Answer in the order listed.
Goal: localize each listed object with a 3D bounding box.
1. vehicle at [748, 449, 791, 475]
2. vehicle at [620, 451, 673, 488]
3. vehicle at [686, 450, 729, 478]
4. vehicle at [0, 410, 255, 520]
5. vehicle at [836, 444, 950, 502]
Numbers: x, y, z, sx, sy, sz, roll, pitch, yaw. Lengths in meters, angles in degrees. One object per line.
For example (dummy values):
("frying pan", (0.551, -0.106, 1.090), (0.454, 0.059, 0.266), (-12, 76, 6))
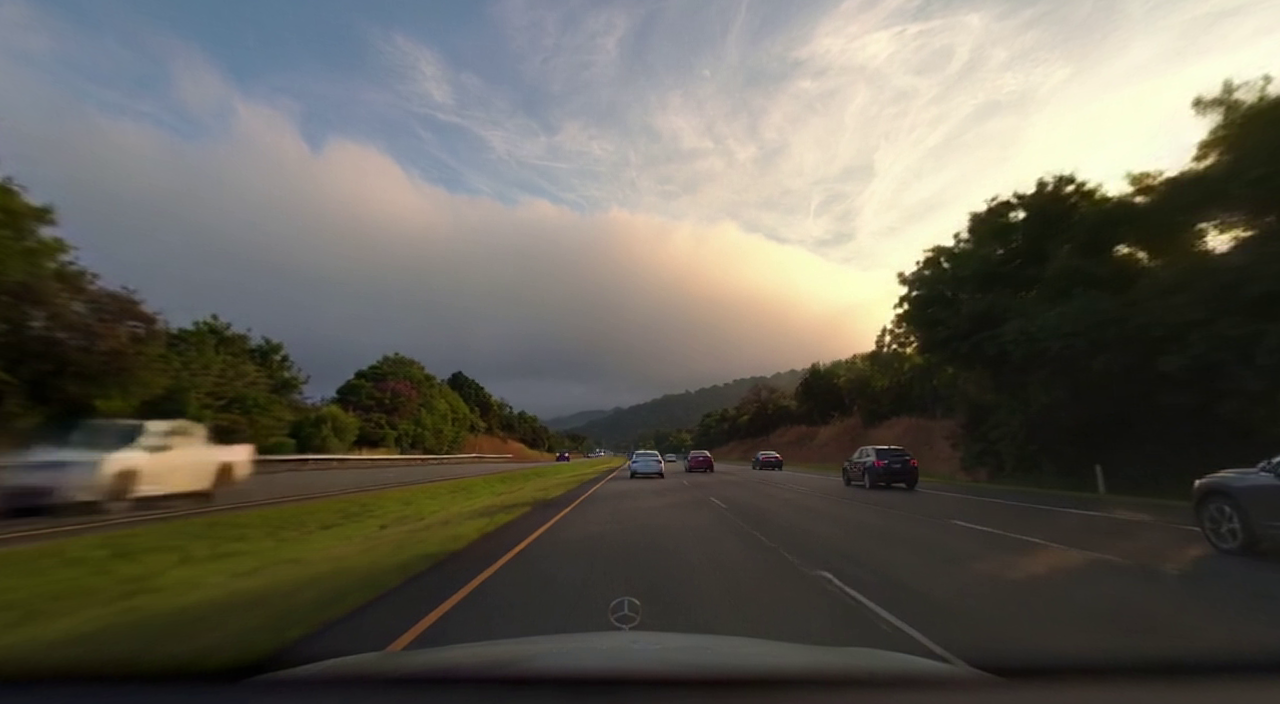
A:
("vehicle", (8.484, 7.241, 41.525), (1.957, 1.594, 3.632), (0, -9, -2))
("vehicle", (0.243, 4.855, 26.326), (2.020, 1.426, 3.702), (0, -9, 0))
("vehicle", (3.881, 6.533, 36.942), (1.981, 1.518, 4.029), (0, -9, -2))
("vehicle", (-9.310, 1.985, 11.367), (2.015, 1.592, 4.220), (0, -9, 0))
("vehicle", (7.587, 3.640, 19.317), (1.847, 1.554, 3.752), (0, -9, -1))
